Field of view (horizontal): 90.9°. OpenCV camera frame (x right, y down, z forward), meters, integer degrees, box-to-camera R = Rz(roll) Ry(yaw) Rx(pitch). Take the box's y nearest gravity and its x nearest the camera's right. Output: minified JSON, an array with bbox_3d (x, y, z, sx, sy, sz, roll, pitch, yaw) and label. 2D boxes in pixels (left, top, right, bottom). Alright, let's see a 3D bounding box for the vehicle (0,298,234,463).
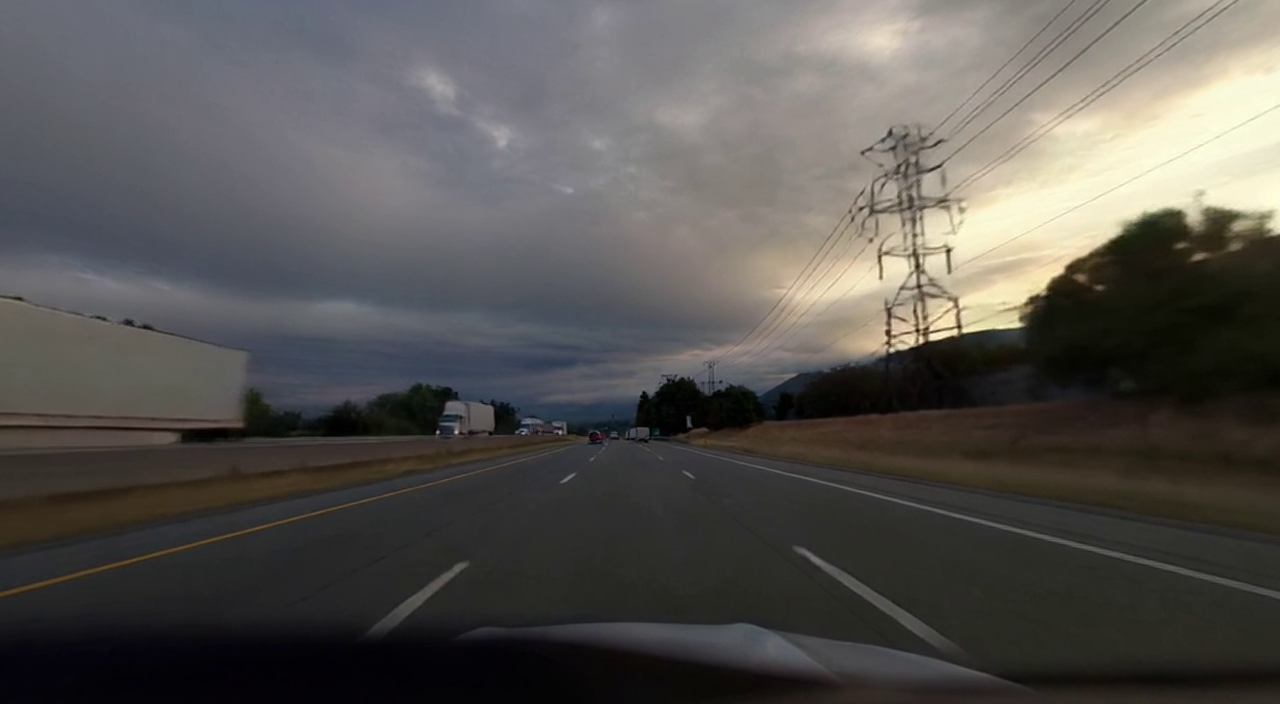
[{"bbox_3d":[-16.476,0.929,16.669,2.828,3.852,13.292,0,-8,-1],"label":"vehicle"}]
